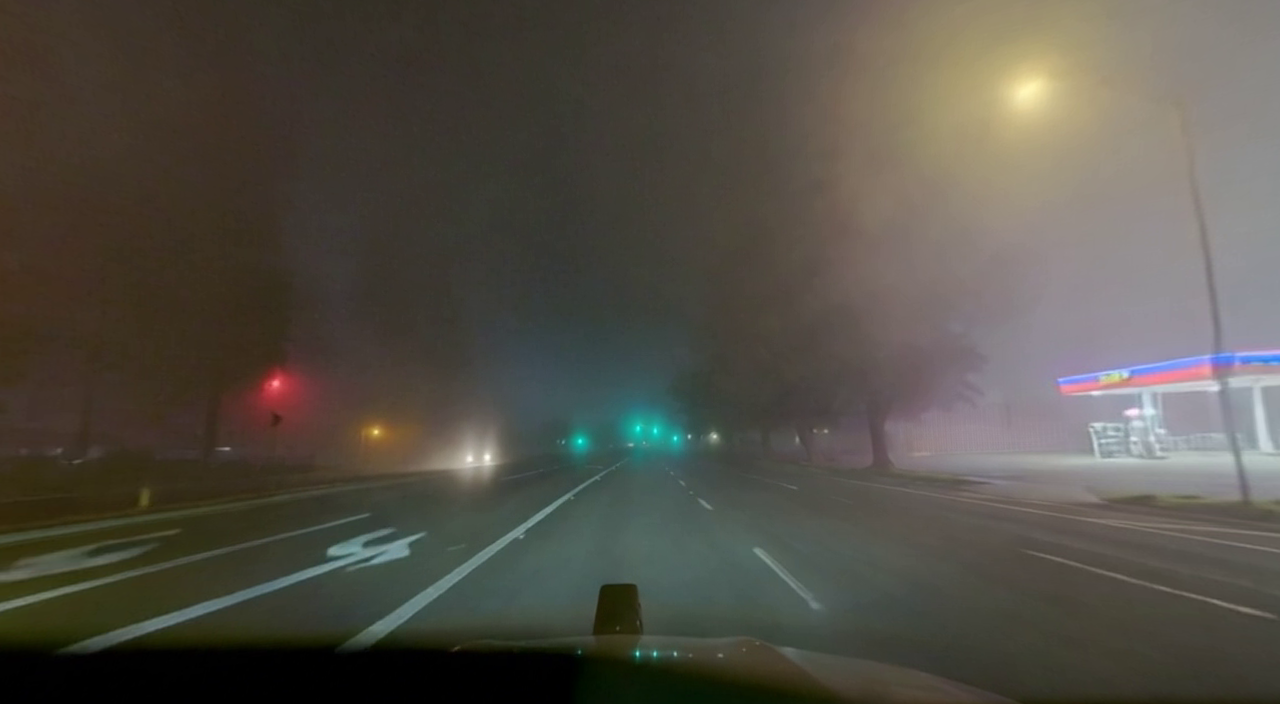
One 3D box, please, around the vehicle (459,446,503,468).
[{"bbox_3d":[-11.684,7.750,46.827,1.972,1.466,4.683,0,-8,1],"label":"vehicle"}]
